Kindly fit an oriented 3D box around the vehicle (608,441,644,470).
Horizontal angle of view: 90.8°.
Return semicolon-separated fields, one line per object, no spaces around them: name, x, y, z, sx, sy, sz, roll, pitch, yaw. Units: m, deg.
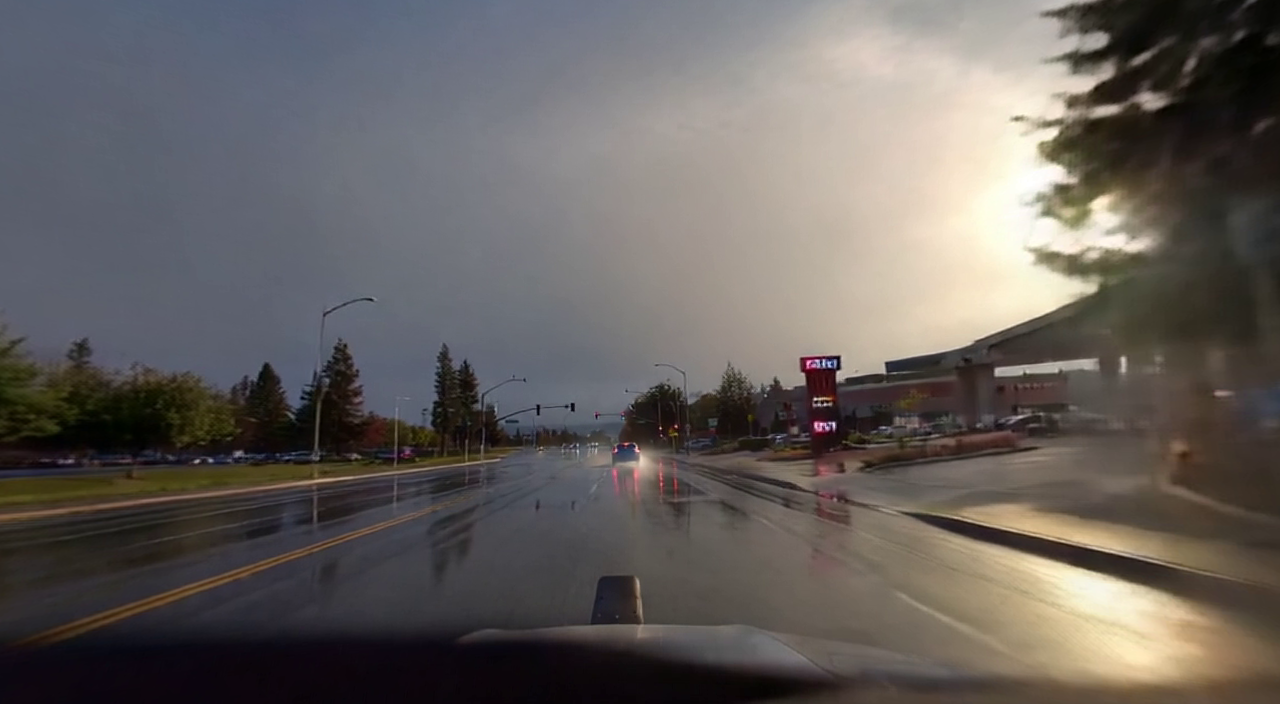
vehicle;-0.846;6.297;38.532;2.024;1.628;4.774;0;-9;-1
